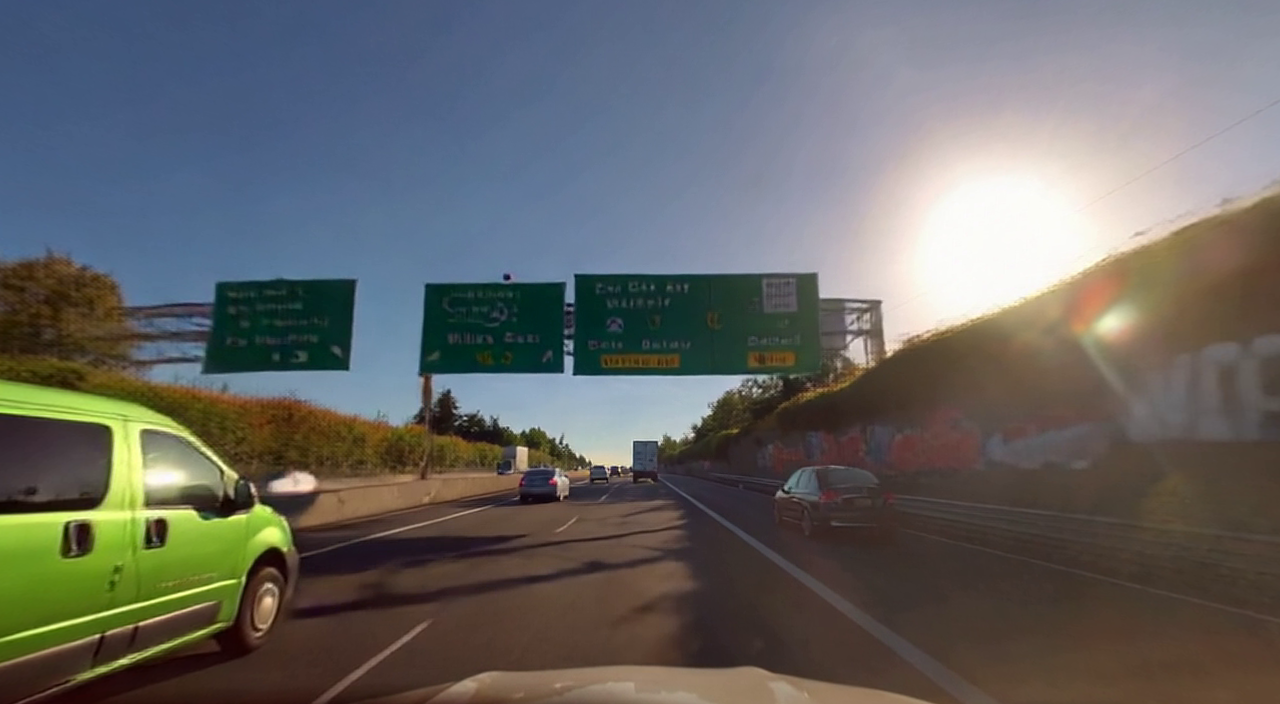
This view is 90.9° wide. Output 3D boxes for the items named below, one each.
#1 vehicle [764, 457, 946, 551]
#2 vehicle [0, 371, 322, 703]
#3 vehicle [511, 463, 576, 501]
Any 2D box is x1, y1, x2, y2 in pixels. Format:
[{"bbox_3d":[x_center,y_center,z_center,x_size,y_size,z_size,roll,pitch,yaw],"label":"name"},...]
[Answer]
[{"bbox_3d":[3.834,2.809,12.151,1.917,1.458,4.199,1,-10,-2],"label":"vehicle"},{"bbox_3d":[-3.414,0.889,2.410,2.004,1.610,4.508,1,-10,0],"label":"vehicle"},{"bbox_3d":[-4.005,5.484,26.863,2.054,1.443,4.131,0,-10,0],"label":"vehicle"}]
